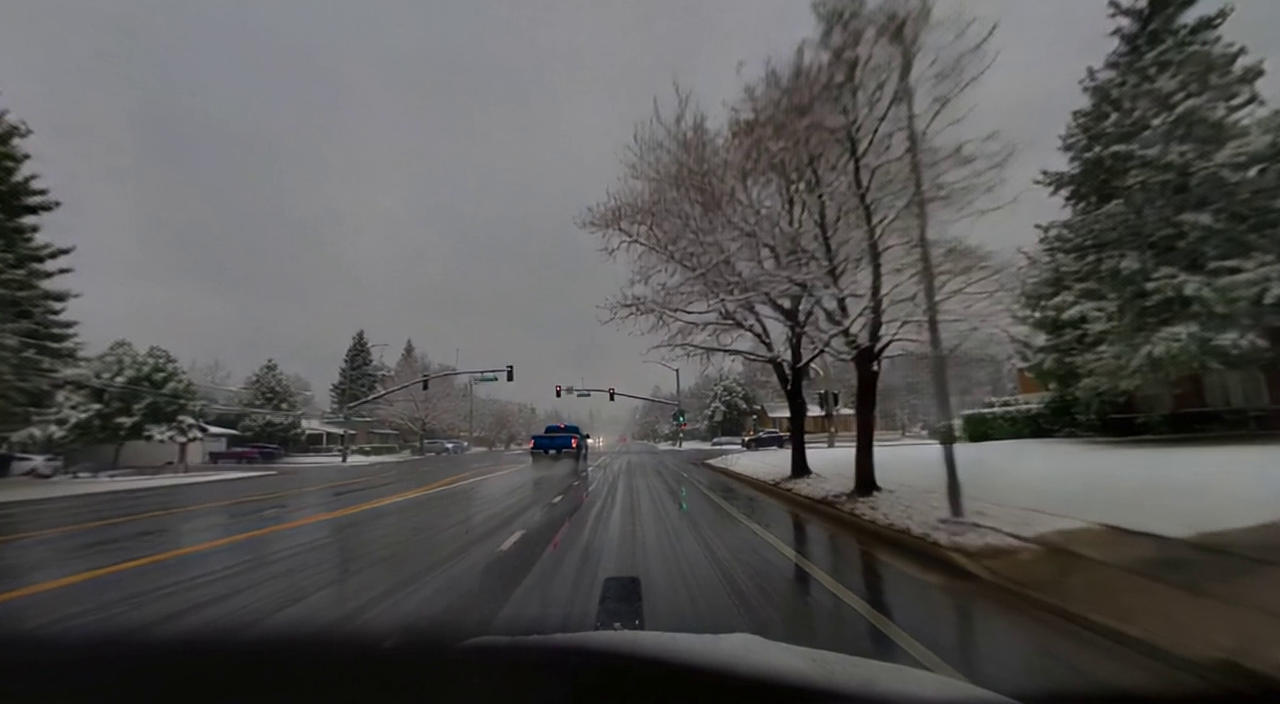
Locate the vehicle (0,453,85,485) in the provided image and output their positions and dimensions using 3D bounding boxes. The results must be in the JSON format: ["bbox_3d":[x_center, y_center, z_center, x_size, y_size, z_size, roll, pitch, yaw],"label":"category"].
[{"bbox_3d":[-30.283,5.677,30.774,4.506,1.453,2.108,0,-8,1],"label":"vehicle"}]

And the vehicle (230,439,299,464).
[{"bbox_3d":[-28.872,7.697,48.647,4.092,1.624,1.965,-1,-11,-12],"label":"vehicle"}]

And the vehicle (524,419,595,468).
[{"bbox_3d":[-3.583,4.233,29.333,2.508,2.001,5.880,0,-8,0],"label":"vehicle"}]
